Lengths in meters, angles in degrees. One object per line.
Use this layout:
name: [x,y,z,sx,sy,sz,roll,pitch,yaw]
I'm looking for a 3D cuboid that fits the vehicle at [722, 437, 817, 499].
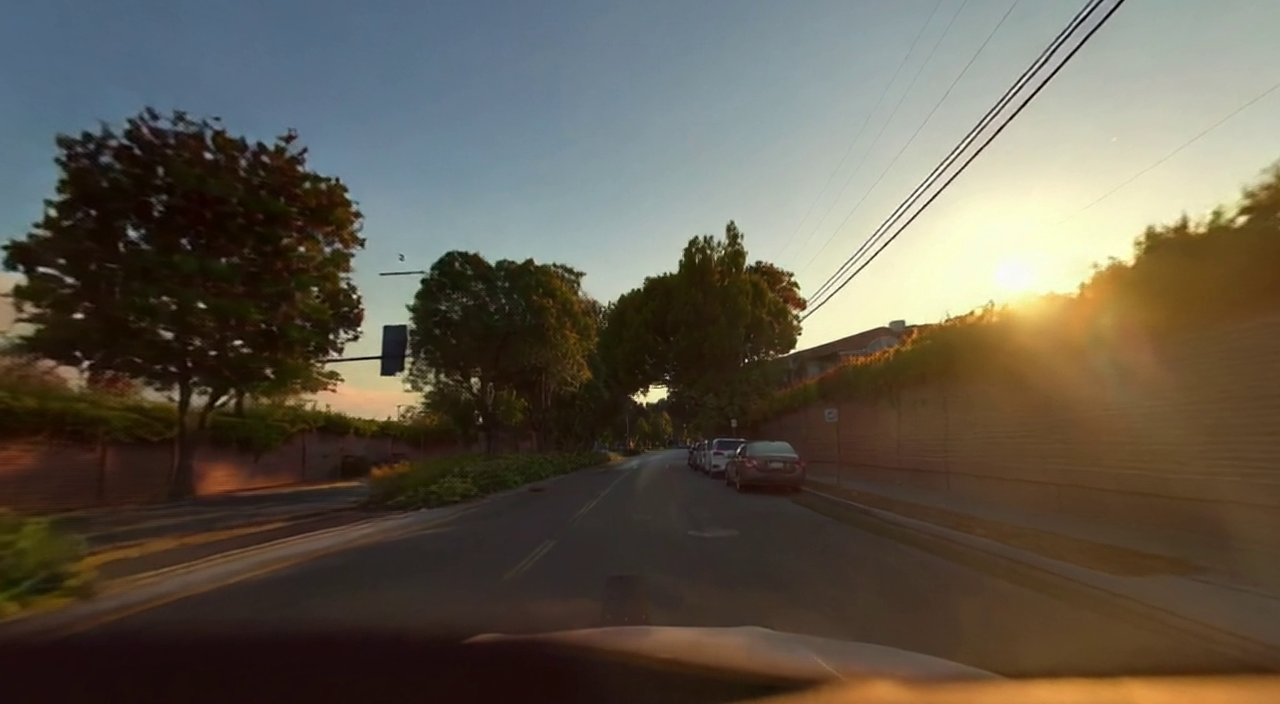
vehicle: [3.918,3.553,20.011,2.048,1.596,5.543,2,-8,2]
